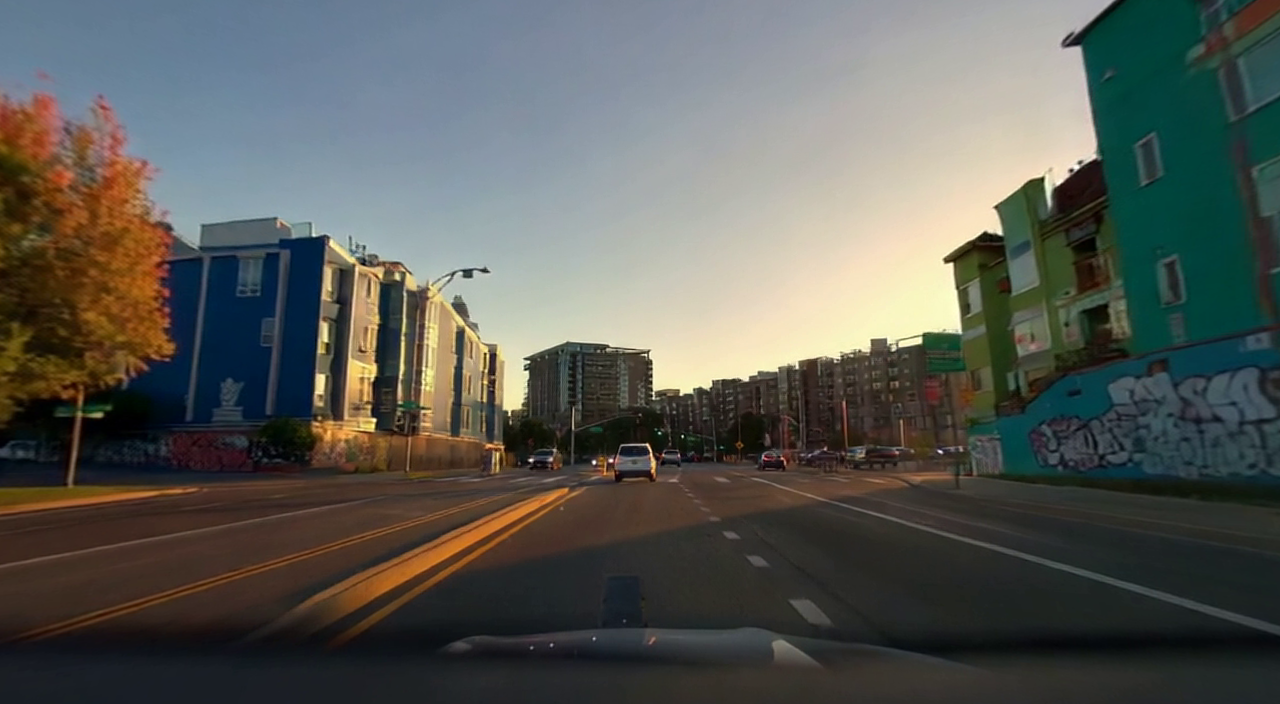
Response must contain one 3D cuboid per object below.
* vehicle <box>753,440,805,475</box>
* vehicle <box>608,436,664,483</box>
[{"bbox_3d":[7.470,5.674,34.293,1.952,1.749,4.311,-1,-9,2],"label":"vehicle"},{"bbox_3d":[-0.171,4.558,26.979,2.160,1.786,4.702,0,-9,0],"label":"vehicle"}]
